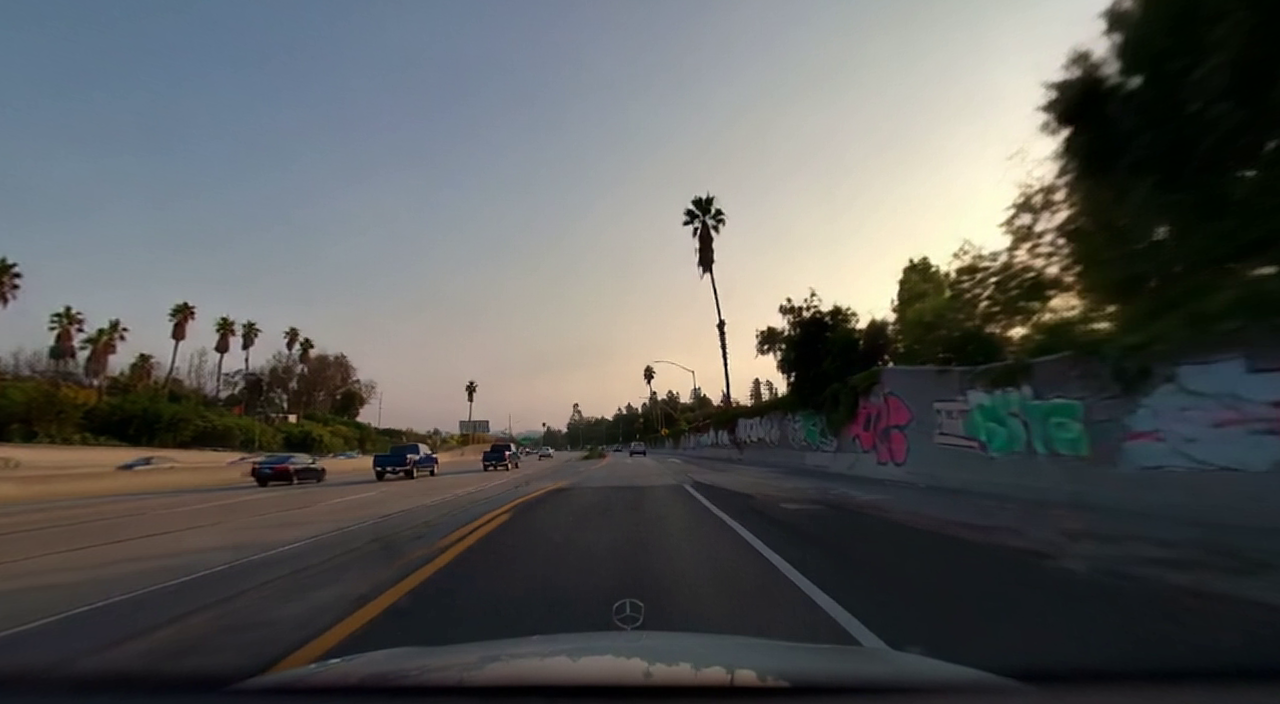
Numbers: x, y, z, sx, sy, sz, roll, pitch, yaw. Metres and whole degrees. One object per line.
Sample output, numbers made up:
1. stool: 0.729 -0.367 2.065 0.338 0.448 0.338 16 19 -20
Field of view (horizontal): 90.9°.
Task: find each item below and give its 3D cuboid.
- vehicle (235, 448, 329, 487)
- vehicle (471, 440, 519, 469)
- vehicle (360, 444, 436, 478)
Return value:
1. vehicle: -18.323 5.880 32.596 2.078 1.802 4.723 0 -8 0
2. vehicle: -10.859 7.697 47.646 2.342 1.999 5.594 0 -8 -1
3. vehicle: -14.367 6.472 37.854 2.272 1.882 5.941 0 -8 -1
